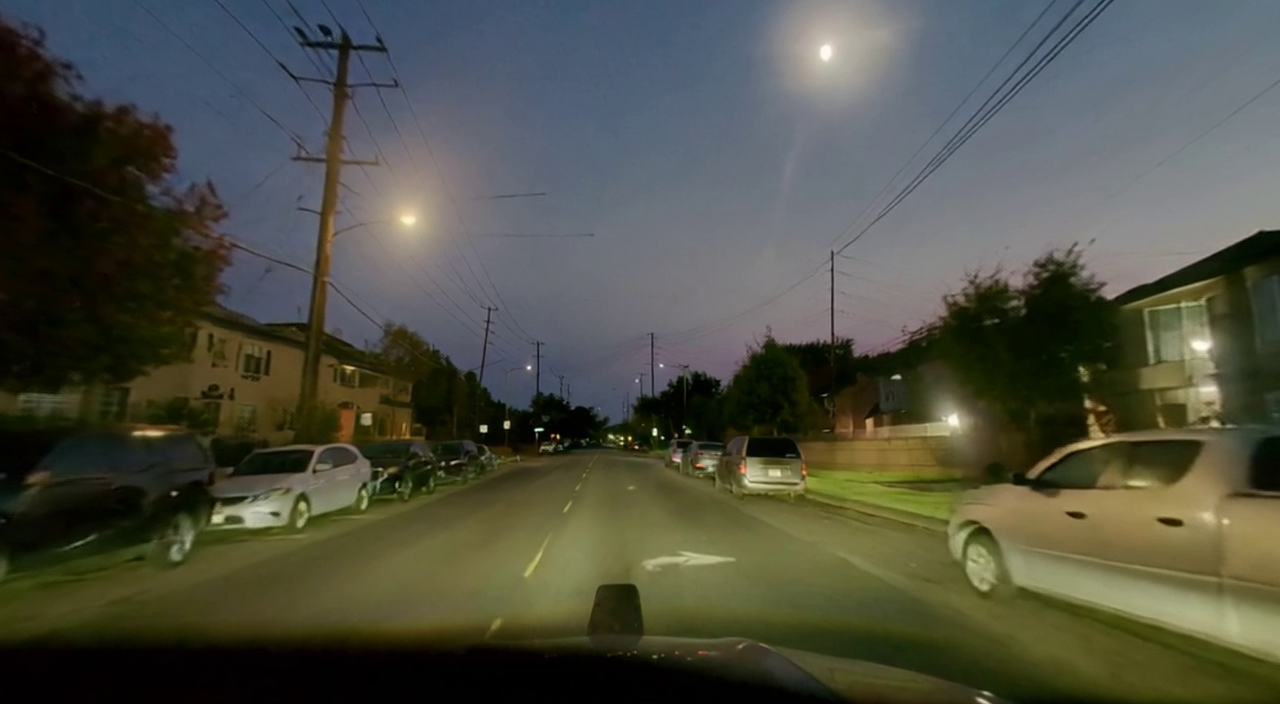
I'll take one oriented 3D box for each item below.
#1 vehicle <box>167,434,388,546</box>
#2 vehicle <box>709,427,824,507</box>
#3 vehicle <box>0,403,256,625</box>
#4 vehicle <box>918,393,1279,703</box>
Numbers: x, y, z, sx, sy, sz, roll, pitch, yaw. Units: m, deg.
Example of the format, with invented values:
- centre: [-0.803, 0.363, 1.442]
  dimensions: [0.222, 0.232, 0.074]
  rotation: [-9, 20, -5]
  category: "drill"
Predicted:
- centre: [-6.384, 2.373, 11.814]
  dimensions: [1.863, 1.561, 4.380]
  rotation: [-3, -7, -5]
  category: "vehicle"
- centre: [3.056, 2.886, 16.233]
  dimensions: [1.936, 1.756, 4.127]
  rotation: [0, -9, -2]
  category: "vehicle"
- centre: [-6.291, 1.495, 6.513]
  dimensions: [2.094, 1.766, 4.482]
  rotation: [1, -8, -5]
  category: "vehicle"
- centre: [3.895, 1.117, 3.876]
  dimensions: [1.910, 1.567, 4.856]
  rotation: [0, -9, -3]
  category: "vehicle"
